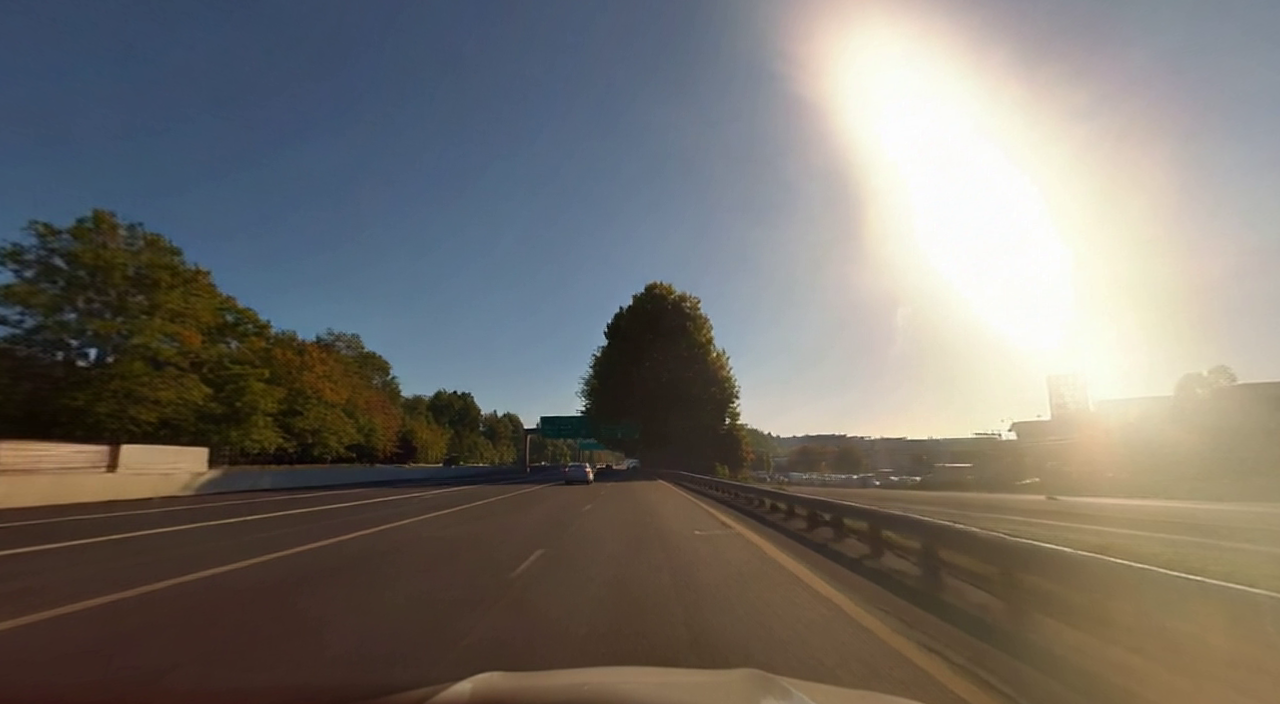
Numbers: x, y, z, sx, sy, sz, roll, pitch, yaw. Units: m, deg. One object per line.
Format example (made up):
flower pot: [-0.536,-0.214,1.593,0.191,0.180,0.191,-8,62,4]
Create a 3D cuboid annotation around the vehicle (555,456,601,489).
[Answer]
vehicle: [-3.295,6.525,34.109,2.092,1.642,3.895,1,-11,0]
